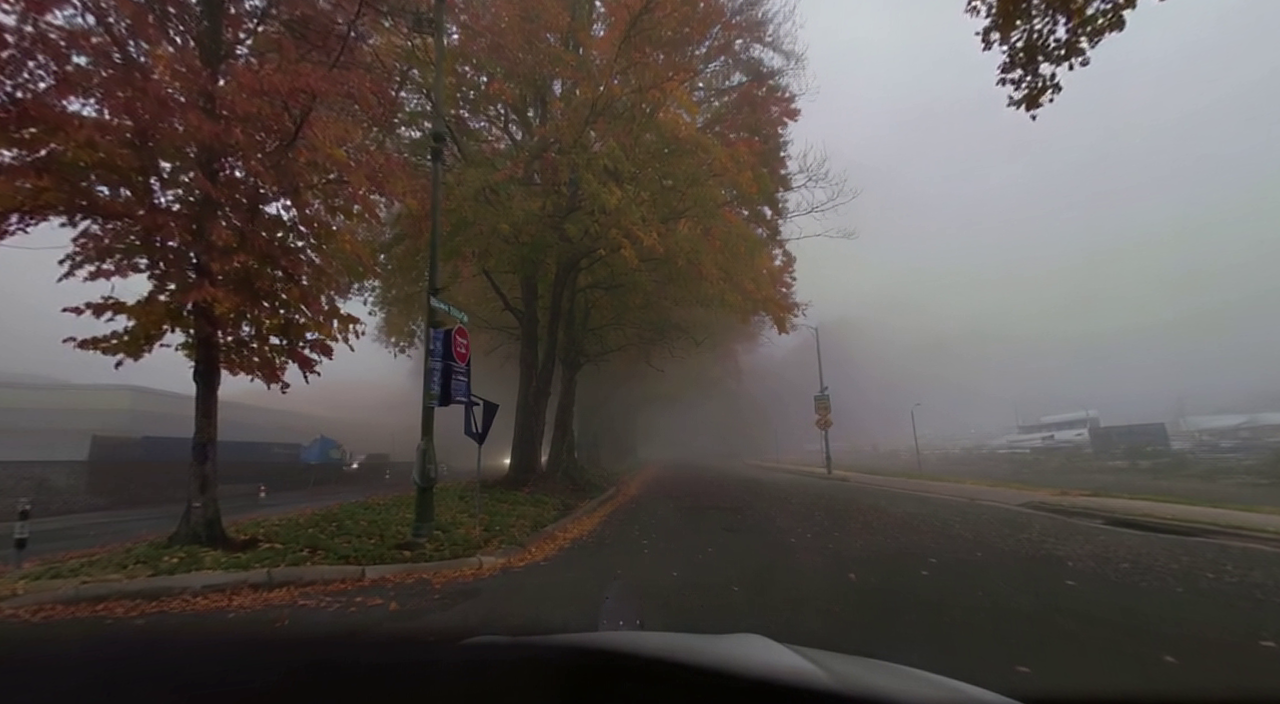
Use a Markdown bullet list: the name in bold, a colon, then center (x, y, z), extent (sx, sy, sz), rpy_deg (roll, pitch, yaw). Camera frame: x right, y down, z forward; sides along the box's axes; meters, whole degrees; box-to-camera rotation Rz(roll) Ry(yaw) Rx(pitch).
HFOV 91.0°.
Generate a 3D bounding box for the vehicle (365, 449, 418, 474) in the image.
- **vehicle**: center (-18.017, 7.902, 45.780), extent (1.902, 1.720, 3.248), rpy_deg (-3, -9, 18)

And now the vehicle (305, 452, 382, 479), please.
- **vehicle**: center (-19.589, 7.460, 41.782), extent (1.907, 1.644, 4.410), rpy_deg (-3, -9, 21)
